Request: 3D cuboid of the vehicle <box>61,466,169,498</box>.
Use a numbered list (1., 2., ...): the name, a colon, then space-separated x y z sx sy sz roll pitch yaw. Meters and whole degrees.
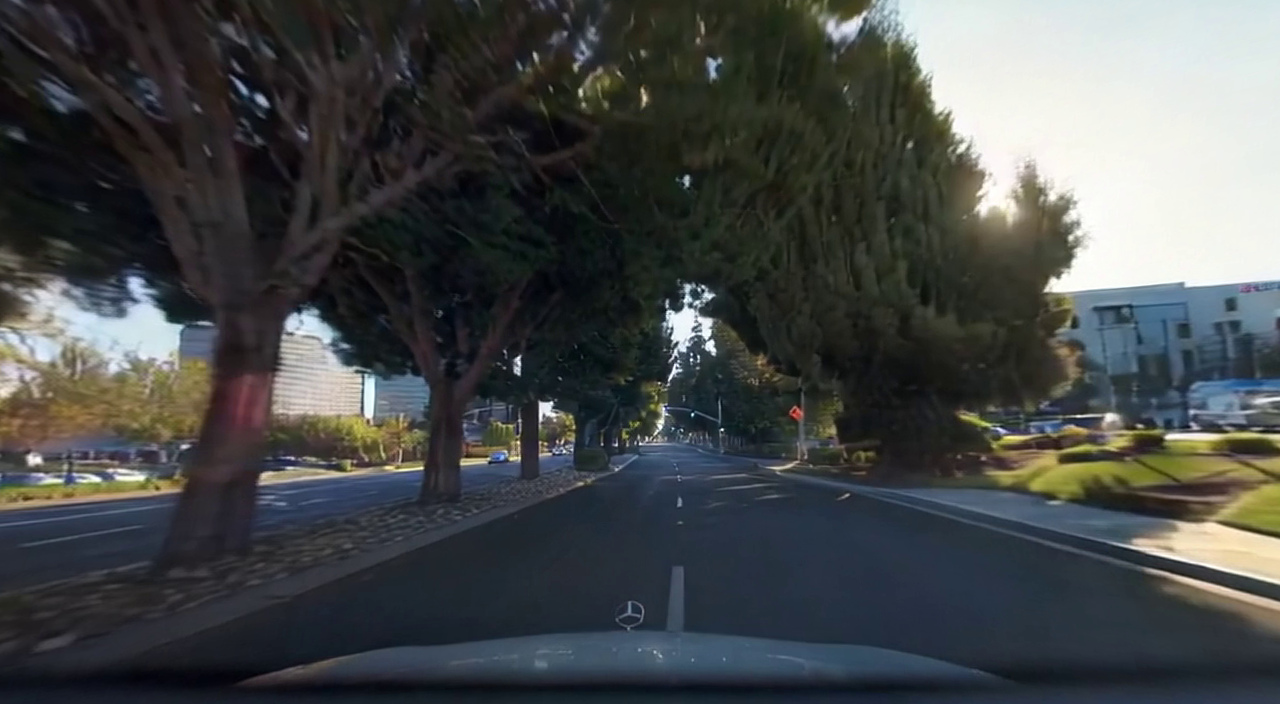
1. vehicle: -29.695 7.331 35.864 1.906 1.486 4.617 -1 -8 5
